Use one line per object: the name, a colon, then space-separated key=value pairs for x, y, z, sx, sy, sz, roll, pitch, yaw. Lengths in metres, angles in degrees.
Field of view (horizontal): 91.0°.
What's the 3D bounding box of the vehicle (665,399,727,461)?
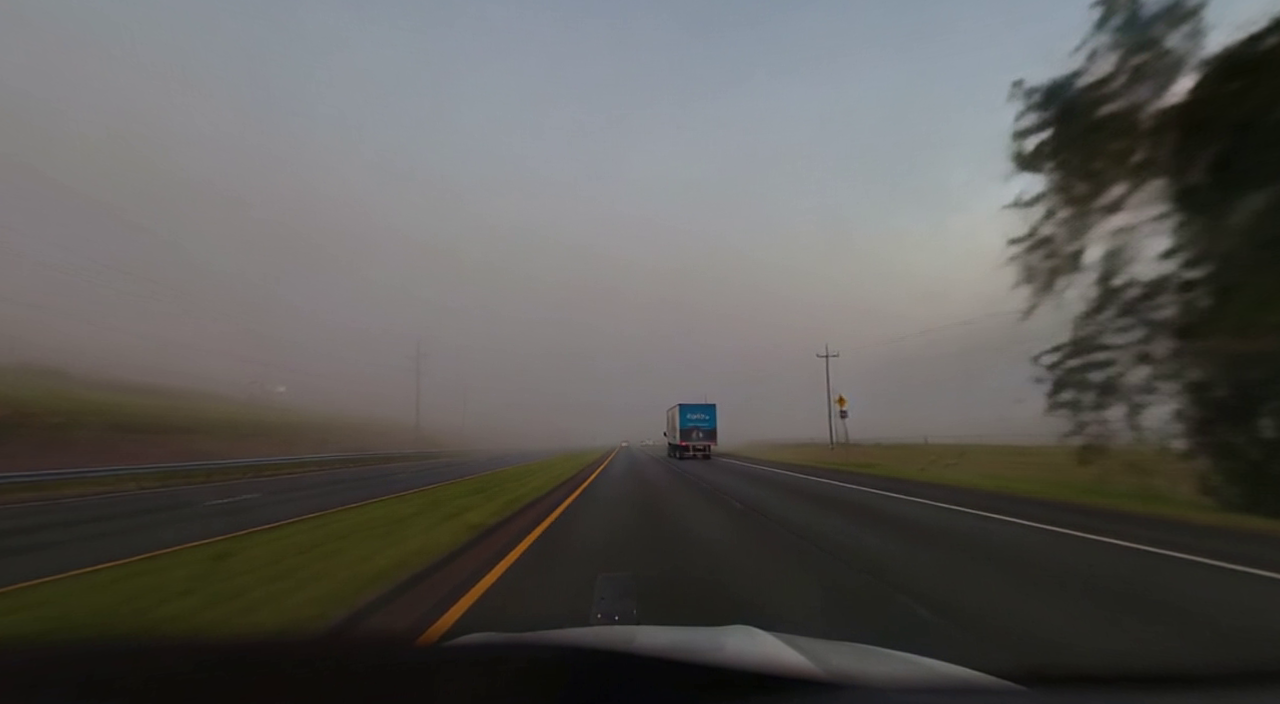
vehicle: x=3.506 y=5.281 z=41.968 sx=3.037 sy=3.672 sz=9.136 roll=0 pitch=-8 yaw=-1
